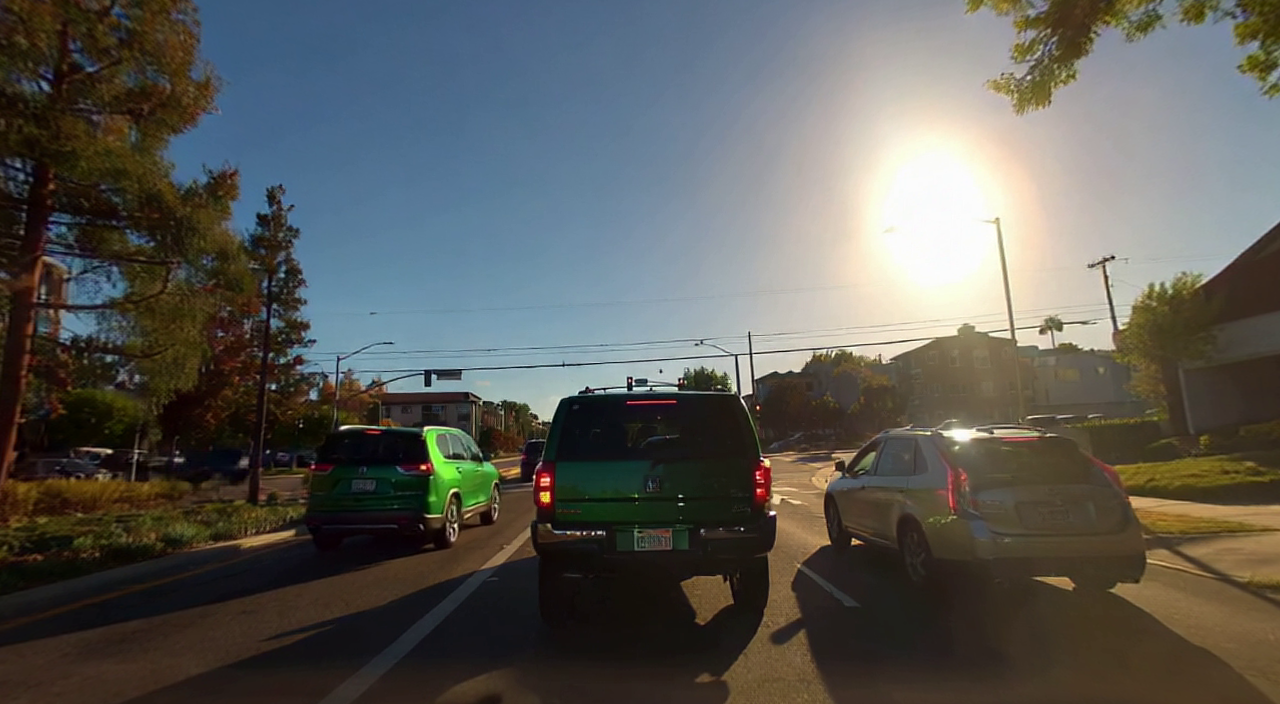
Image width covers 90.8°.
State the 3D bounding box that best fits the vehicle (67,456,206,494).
[{"bbox_3d":[-22.234,5.422,28.220,2.312,1.443,4.684,0,-9,1],"label":"vehicle"}]

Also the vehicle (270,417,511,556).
[{"bbox_3d":[-3.383,1.899,9.583,1.961,1.639,4.064,0,-9,0],"label":"vehicle"}]

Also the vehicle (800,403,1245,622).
[{"bbox_3d":[3.480,1.548,7.047,2.202,1.657,4.298,0,-9,-1],"label":"vehicle"}]

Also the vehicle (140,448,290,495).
[{"bbox_3d":[-14.916,4.192,22.577,2.206,1.481,4.481,0,-9,1],"label":"vehicle"}]

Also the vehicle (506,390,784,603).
[{"bbox_3d":[0.028,1.490,7.256,2.294,1.761,3.857,0,-9,0],"label":"vehicle"}]
